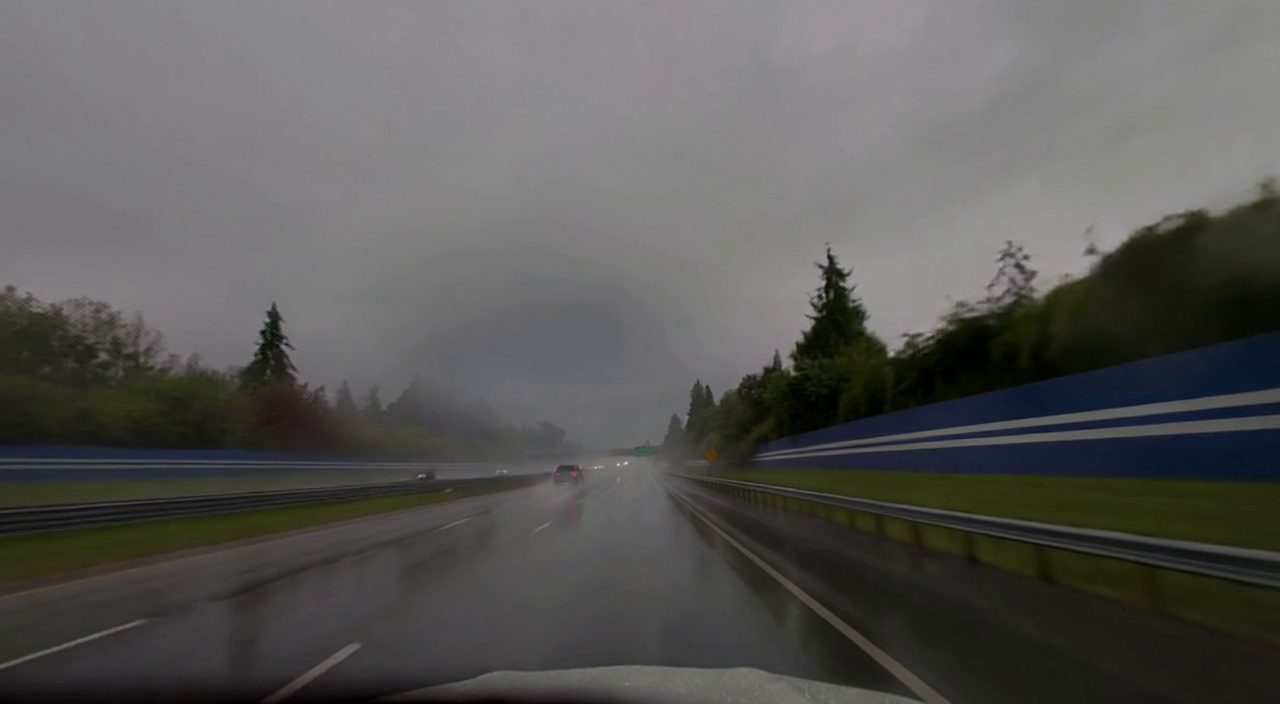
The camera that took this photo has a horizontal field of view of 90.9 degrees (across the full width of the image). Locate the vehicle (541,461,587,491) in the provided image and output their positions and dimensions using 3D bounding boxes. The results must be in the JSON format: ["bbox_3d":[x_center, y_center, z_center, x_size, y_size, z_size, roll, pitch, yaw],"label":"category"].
[{"bbox_3d":[-4.113,6.804,34.640,1.985,1.515,3.839,1,-11,0],"label":"vehicle"}]
